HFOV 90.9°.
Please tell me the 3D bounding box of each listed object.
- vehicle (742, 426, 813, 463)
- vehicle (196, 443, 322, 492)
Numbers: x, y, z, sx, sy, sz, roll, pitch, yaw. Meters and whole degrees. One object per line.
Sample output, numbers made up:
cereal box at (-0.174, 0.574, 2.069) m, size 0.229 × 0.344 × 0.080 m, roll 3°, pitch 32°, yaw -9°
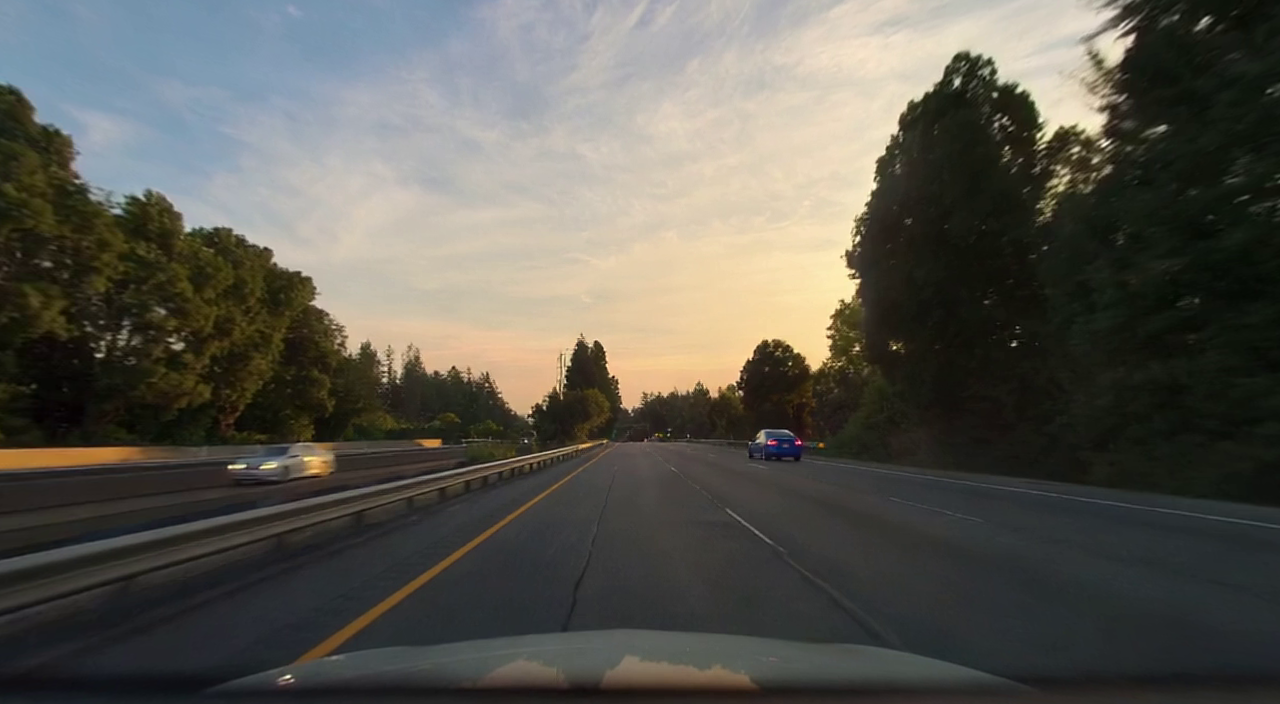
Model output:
vehicle at (6.807, 4.647, 31.833) m, size 2.273 × 1.698 × 4.863 m, roll 0°, pitch -8°, yaw -3°
vehicle at (-13.204, 3.982, 22.176) m, size 1.912 × 1.520 × 4.057 m, roll 0°, pitch -8°, yaw -1°
